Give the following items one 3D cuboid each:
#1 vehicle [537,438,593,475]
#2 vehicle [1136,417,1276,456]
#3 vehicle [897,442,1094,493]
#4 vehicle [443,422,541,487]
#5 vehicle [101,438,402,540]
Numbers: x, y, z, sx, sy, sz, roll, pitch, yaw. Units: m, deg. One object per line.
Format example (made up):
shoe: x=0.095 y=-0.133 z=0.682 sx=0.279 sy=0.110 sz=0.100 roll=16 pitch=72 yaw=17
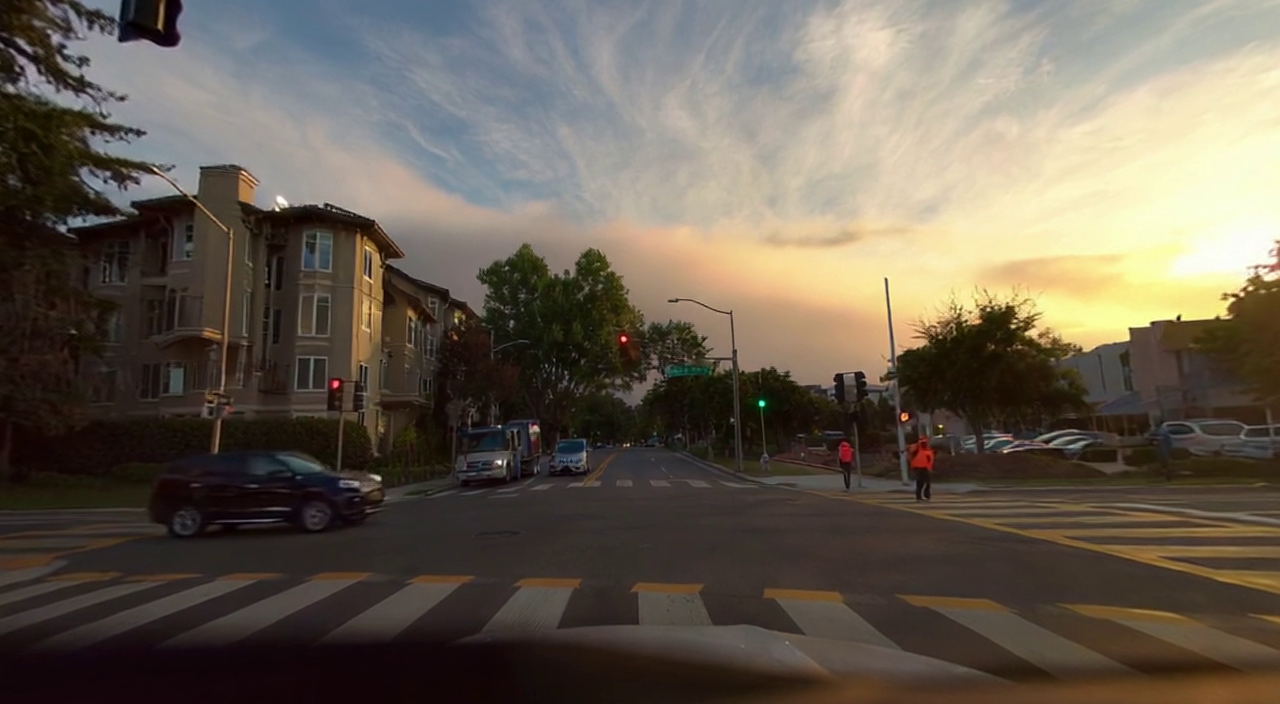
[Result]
vehicle: x=-3.688 y=5.233 z=31.900 sx=2.302 sy=1.708 sz=4.764 roll=0 pitch=-9 yaw=0
vehicle: x=33.268 y=5.004 z=37.291 sx=5.969 sy=2.225 sz=2.458 roll=0 pitch=-9 yaw=-4
vehicle: x=11.152 y=3.641 z=20.236 sx=5.158 sy=1.470 sz=2.012 roll=-4 pitch=-10 yaw=26
vehicle: x=-6.499 y=4.657 z=28.999 sx=2.896 sy=2.560 sz=7.322 roll=0 pitch=-9 yaw=-1
vehicle: x=-7.148 y=2.514 z=11.981 sx=4.390 sy=1.700 sz=2.048 roll=-1 pitch=-9 yaw=5
